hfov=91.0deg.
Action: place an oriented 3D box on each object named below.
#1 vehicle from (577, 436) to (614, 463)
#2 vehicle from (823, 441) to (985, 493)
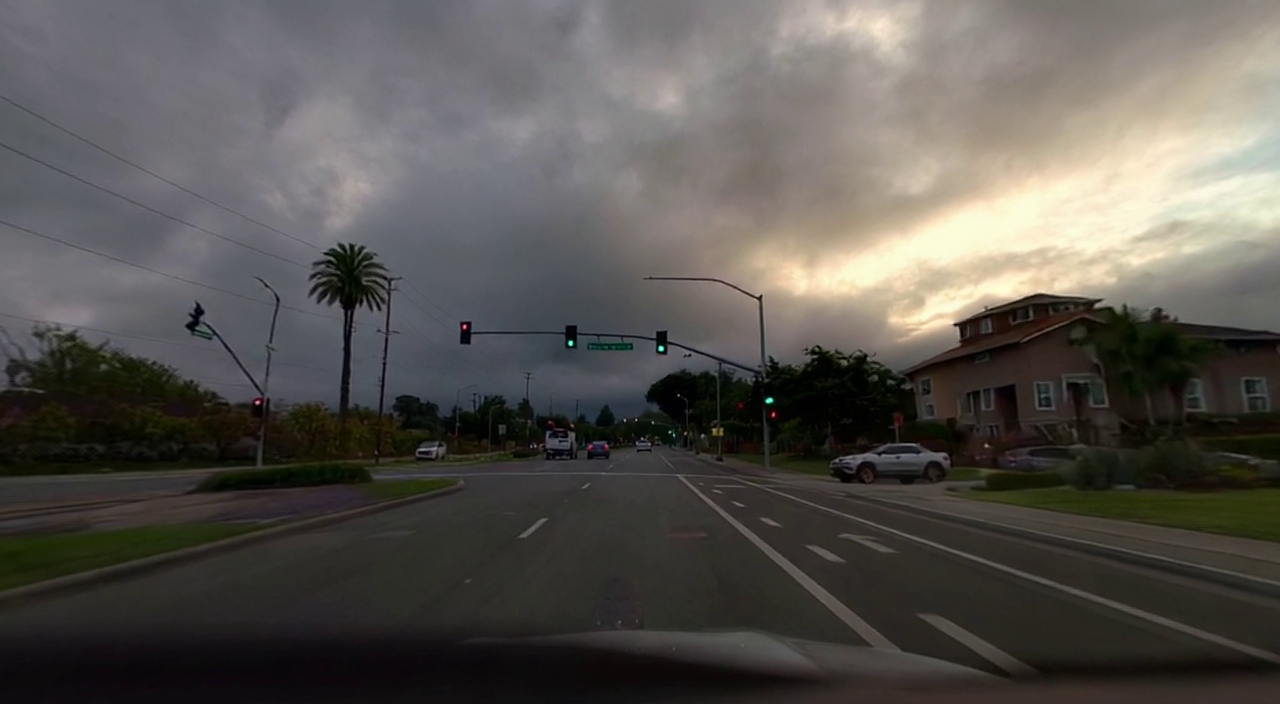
[{"bbox_3d":[-3.106,6.930,44.961,2.116,1.806,4.516,0,-9,2],"label":"vehicle"},{"bbox_3d":[8.405,3.700,20.508,4.509,1.520,1.952,-1,-9,11],"label":"vehicle"}]
